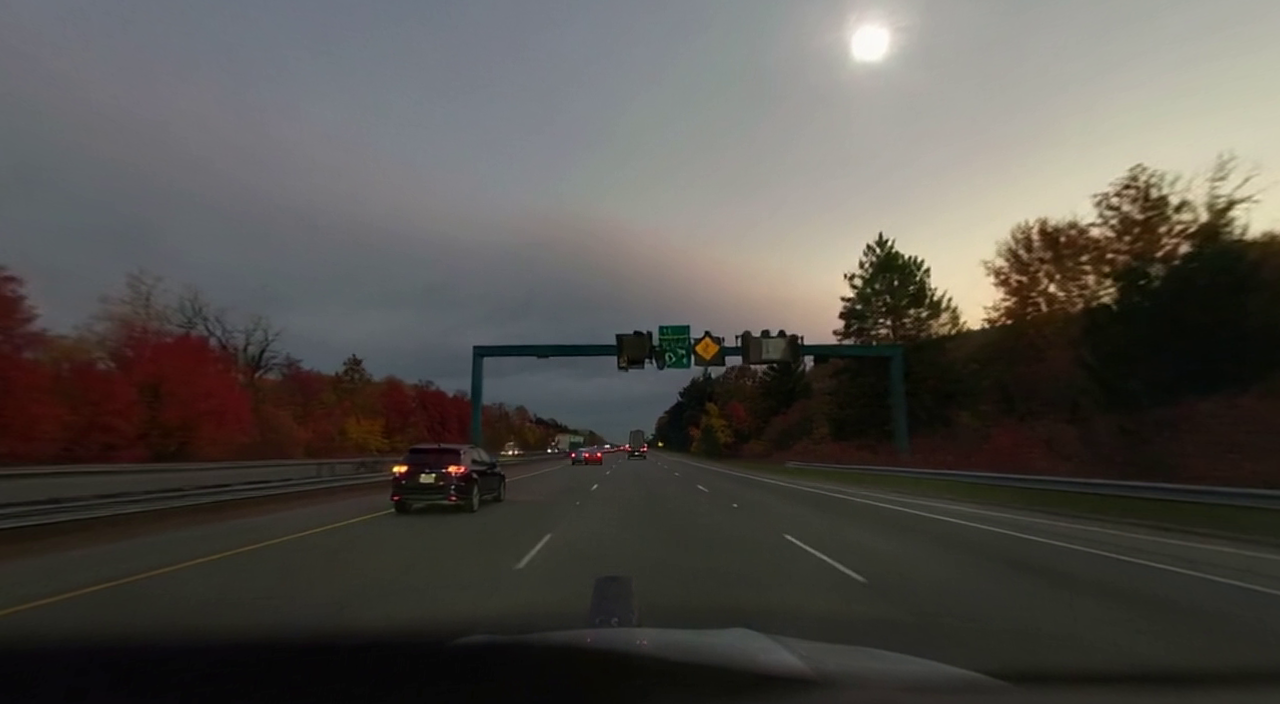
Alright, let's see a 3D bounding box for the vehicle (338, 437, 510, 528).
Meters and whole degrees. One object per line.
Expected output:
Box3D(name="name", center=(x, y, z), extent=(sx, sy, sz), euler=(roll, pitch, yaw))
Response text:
Box3D(name="vehicle", center=(-4.101, 2.537, 12.741), extent=(2.071, 1.525, 4.058), euler=(0, -9, 0))
